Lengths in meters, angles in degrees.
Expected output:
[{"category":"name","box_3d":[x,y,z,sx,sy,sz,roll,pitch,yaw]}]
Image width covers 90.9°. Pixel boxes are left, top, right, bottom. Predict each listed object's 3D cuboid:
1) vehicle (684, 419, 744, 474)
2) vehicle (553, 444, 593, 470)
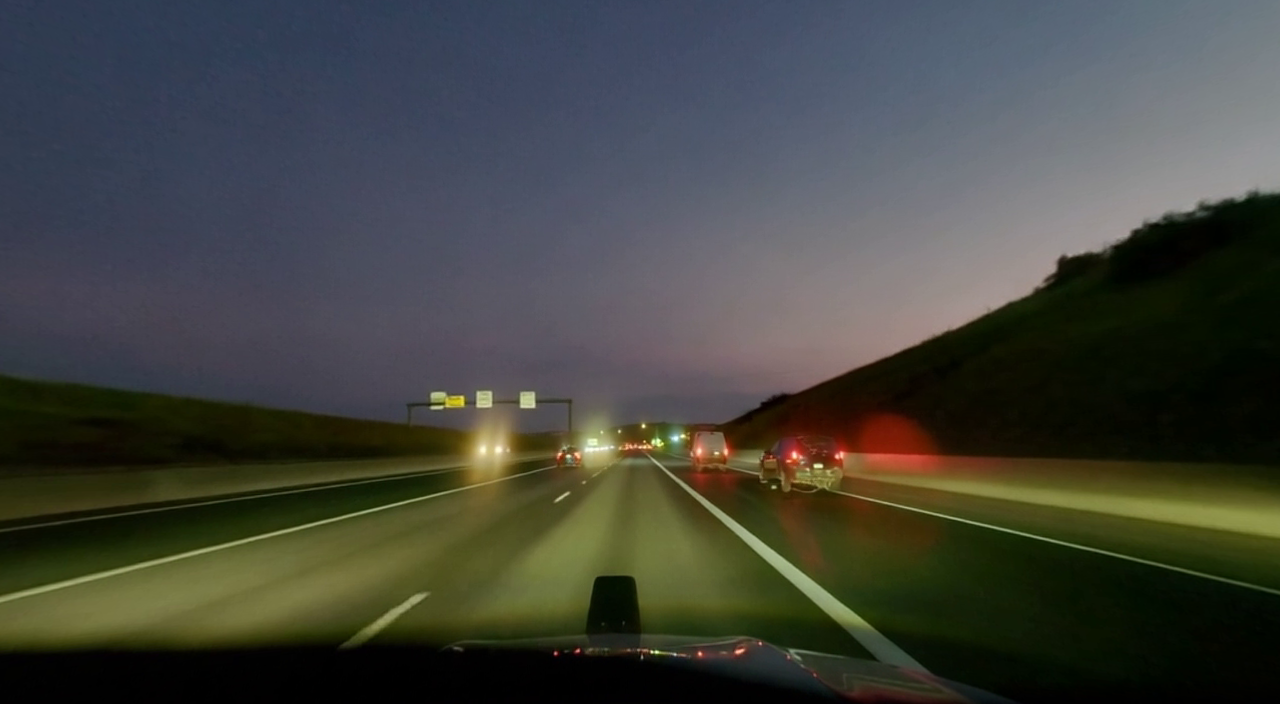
[{"category":"vehicle","box_3d":[3.765,5.013,33.287,2.361,2.636,5.684,0,-9,-2]},{"category":"vehicle","box_3d":[-4.211,6.667,40.251,2.054,1.529,4.368,0,-9,0]}]
